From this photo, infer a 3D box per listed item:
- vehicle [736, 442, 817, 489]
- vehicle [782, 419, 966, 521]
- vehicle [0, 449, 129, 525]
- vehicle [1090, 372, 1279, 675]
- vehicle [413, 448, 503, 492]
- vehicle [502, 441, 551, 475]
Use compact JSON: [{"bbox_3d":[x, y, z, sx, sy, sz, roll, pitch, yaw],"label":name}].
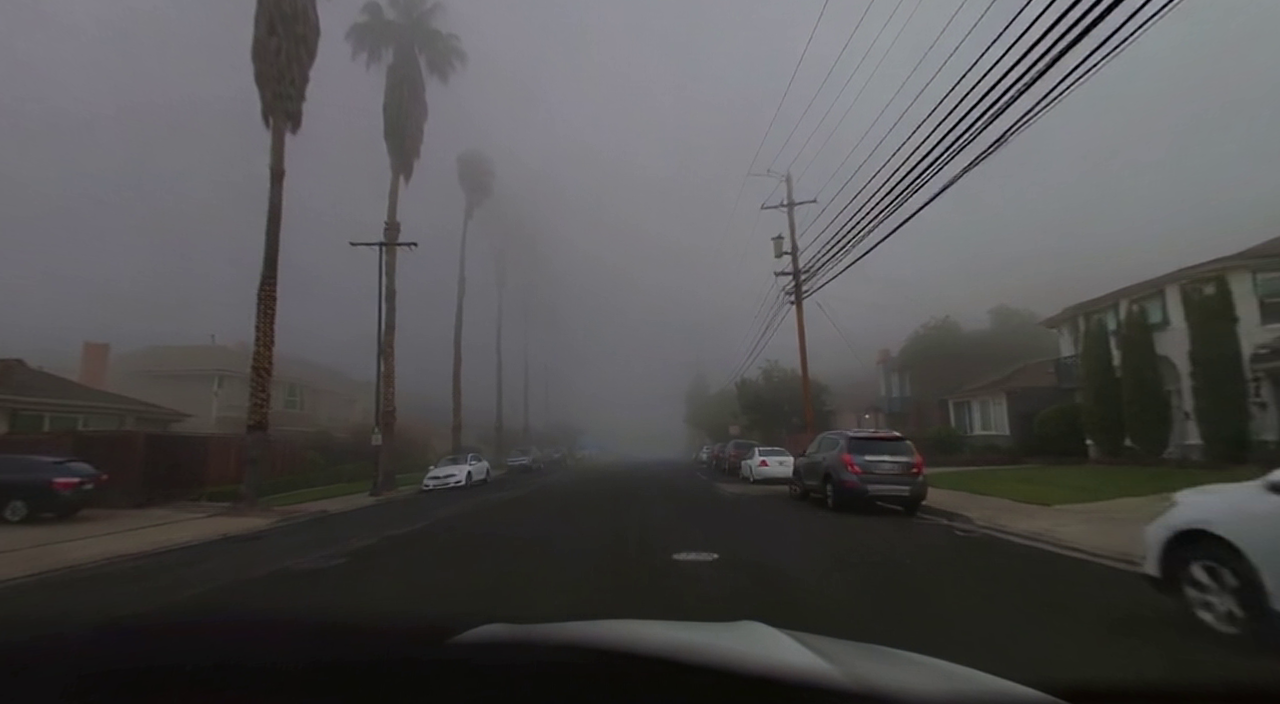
[{"bbox_3d":[4.881,4.105,23.225,1.795,1.424,4.327,-4,-8,-2],"label":"vehicle"},{"bbox_3d":[4.792,2.495,13.947,2.115,1.826,4.871,0,-8,-1],"label":"vehicle"},{"bbox_3d":[-14.138,2.910,13.802,4.305,1.505,1.793,0,-8,0],"label":"vehicle"},{"bbox_3d":[4.767,0.873,2.817,1.922,1.761,4.633,0,-8,-2],"label":"vehicle"},{"bbox_3d":[-6.960,4.536,24.714,2.013,1.483,4.645,-1,-8,2],"label":"vehicle"},{"bbox_3d":[-7.042,6.611,39.716,2.077,1.888,4.551,-2,-8,2],"label":"vehicle"}]
